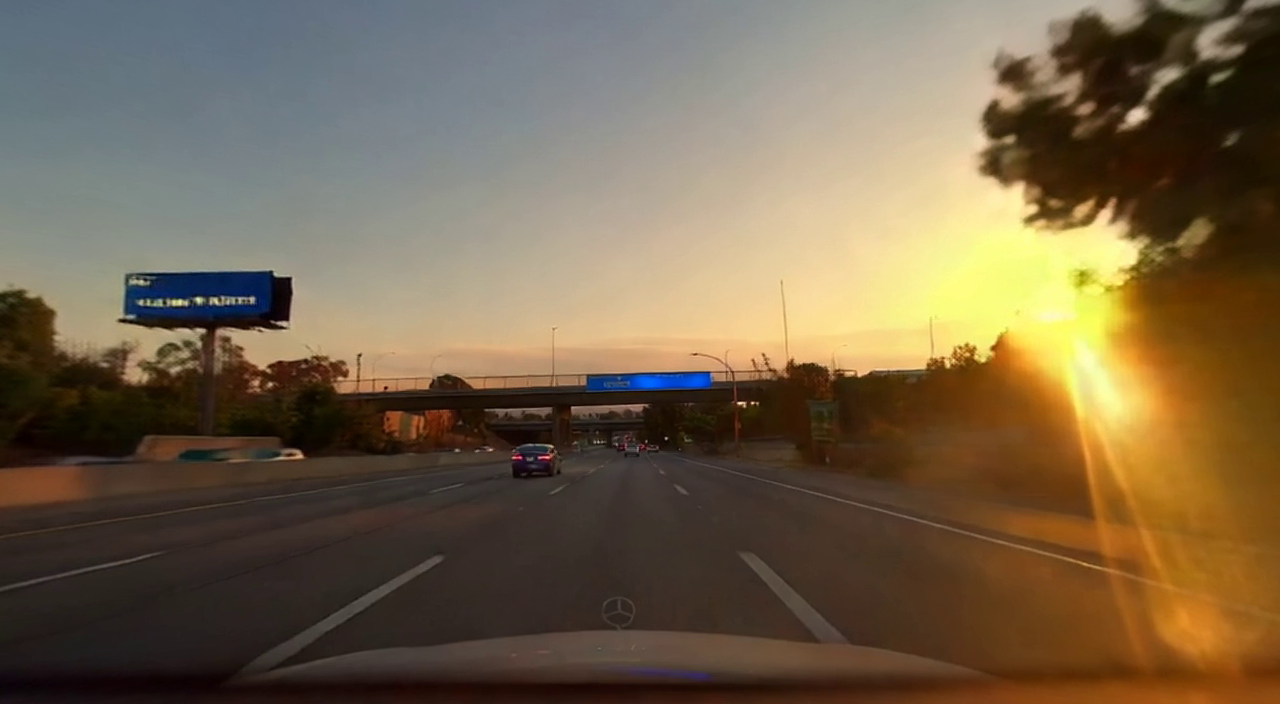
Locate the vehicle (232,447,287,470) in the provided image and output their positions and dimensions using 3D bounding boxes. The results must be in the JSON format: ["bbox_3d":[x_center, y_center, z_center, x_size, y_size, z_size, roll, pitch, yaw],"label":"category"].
[{"bbox_3d":[-25.656,7.157,42.691,1.563,1.409,3.402,1,-9,0],"label":"vehicle"}]

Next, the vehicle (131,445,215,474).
[{"bbox_3d":[-23.188,5.339,31.487,1.475,1.335,3.354,1,-8,2],"label":"vehicle"}]

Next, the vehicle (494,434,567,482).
[{"bbox_3d":[-4.306,4.270,25.656,2.102,1.727,4.704,0,-9,0],"label":"vehicle"}]
